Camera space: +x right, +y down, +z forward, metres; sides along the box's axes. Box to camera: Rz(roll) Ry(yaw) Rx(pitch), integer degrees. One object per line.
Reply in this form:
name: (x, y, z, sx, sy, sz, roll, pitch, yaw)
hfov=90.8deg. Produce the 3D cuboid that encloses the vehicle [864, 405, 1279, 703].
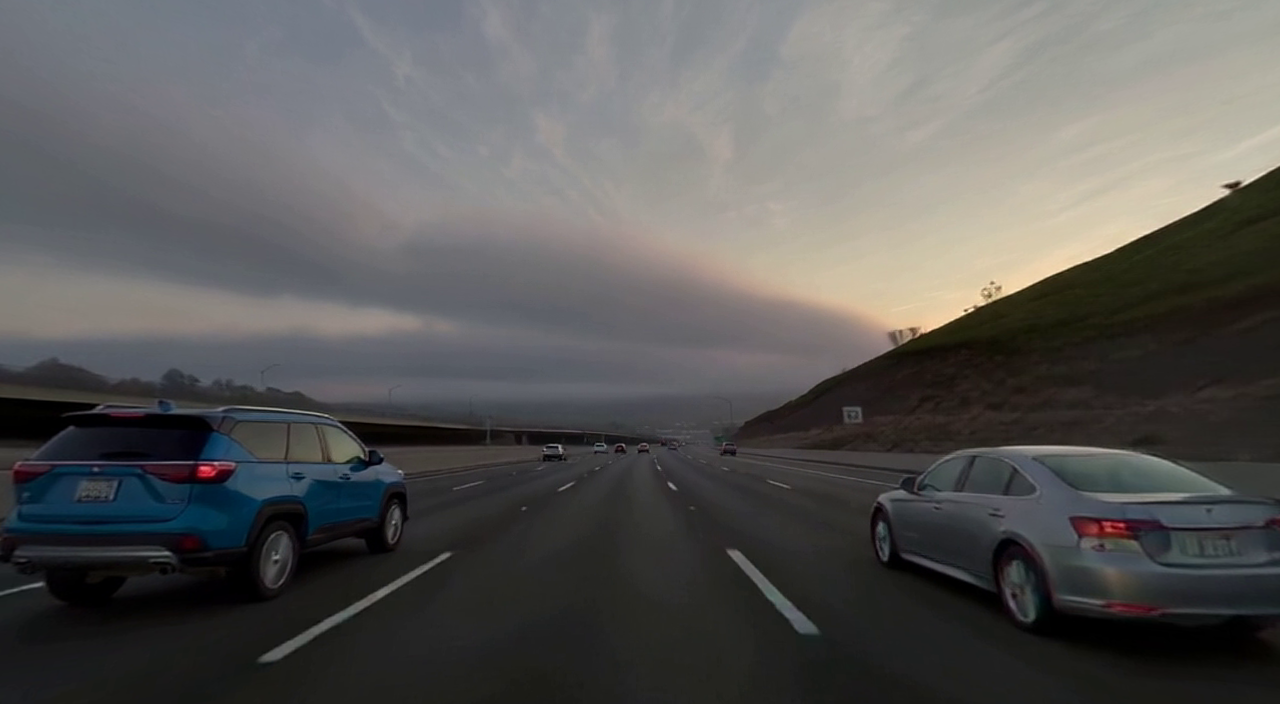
vehicle: (3.634, 1.336, 5.297, 1.847, 1.493, 4.303, 0, -9, -1)

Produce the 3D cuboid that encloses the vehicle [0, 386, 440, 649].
vehicle: (-3.879, 1.436, 6.565, 2.047, 1.715, 4.689, 0, -9, 0)
